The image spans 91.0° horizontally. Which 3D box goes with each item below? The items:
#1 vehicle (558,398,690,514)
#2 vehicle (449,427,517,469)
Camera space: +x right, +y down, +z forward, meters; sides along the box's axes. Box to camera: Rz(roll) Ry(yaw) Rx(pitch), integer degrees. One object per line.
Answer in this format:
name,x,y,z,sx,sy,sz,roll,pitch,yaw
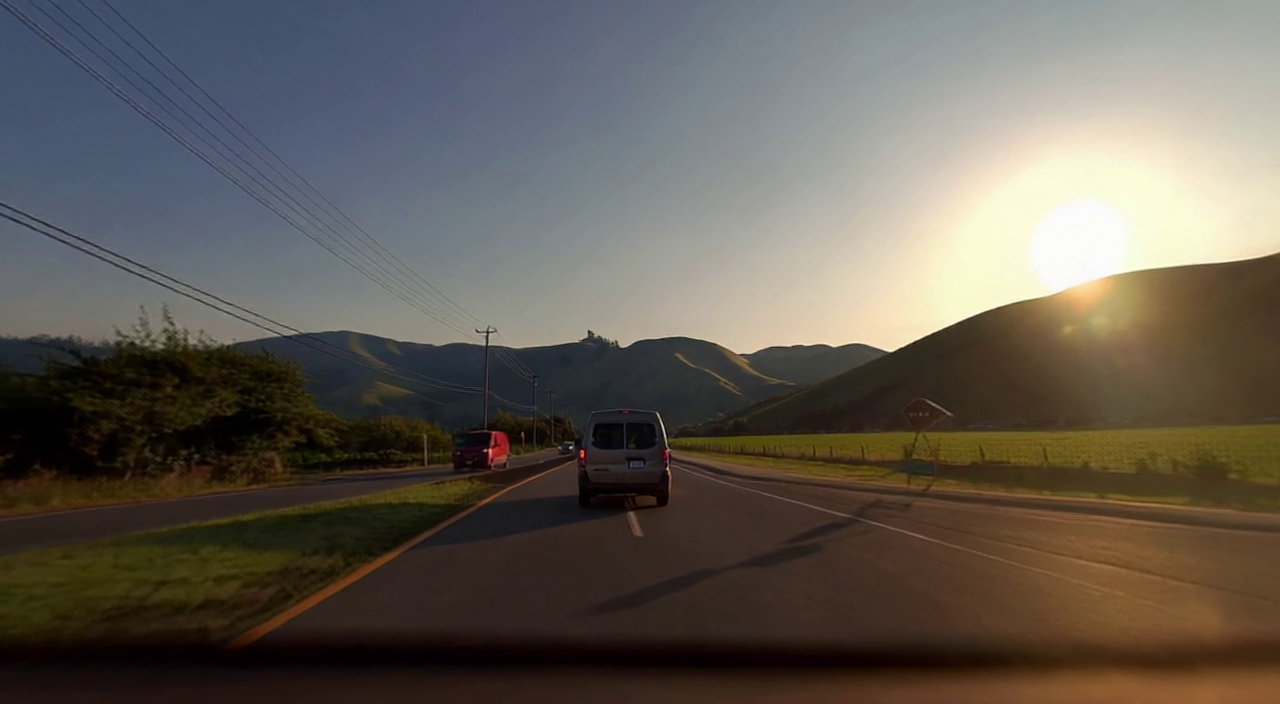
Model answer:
vehicle,-0.392,2.273,14.068,2.454,2.144,4.535,0,-8,-3
vehicle,-9.185,5.700,37.423,2.260,2.264,5.982,0,-8,2
